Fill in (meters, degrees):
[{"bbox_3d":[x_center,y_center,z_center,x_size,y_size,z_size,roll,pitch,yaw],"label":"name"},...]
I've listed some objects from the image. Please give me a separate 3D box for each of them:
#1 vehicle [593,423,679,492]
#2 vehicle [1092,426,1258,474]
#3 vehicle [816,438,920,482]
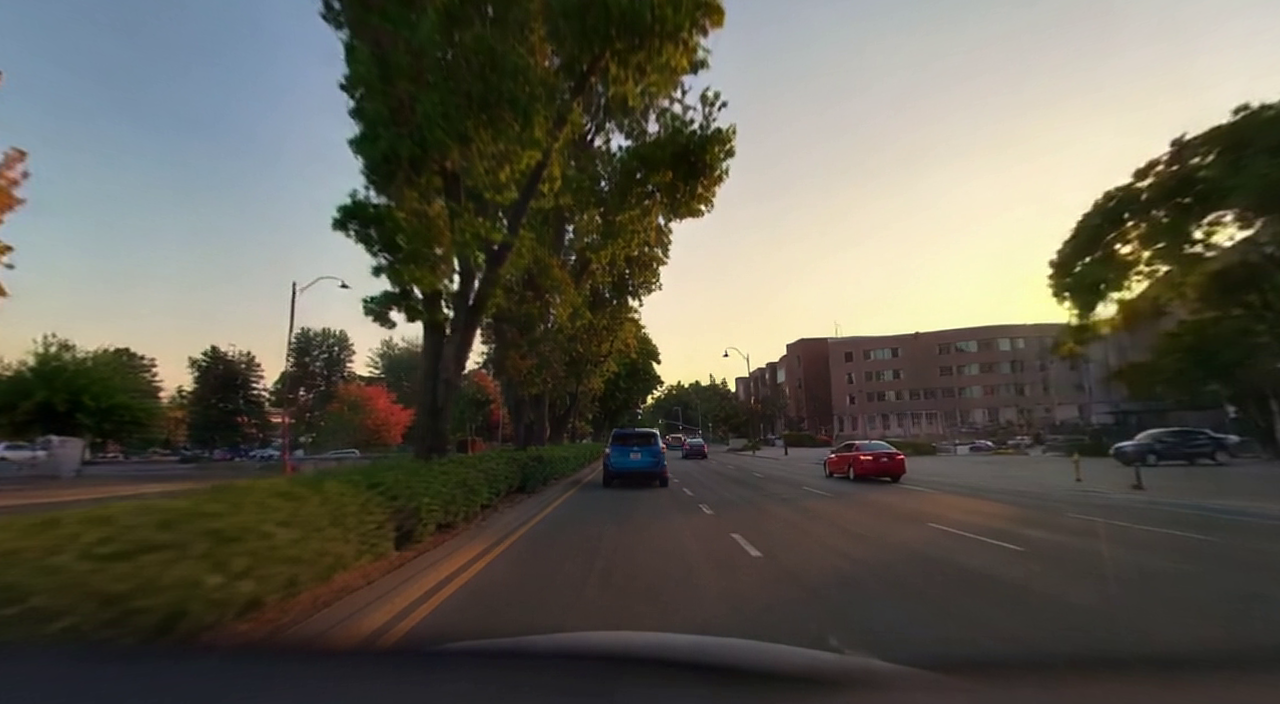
[{"bbox_3d":[-0.132,3.111,18.911,2.277,1.816,4.192,0,-9,-1],"label":"vehicle"},{"bbox_3d":[19.451,3.552,23.102,4.333,1.521,1.824,-2,-7,0],"label":"vehicle"},{"bbox_3d":[8.295,3.967,23.508,2.002,1.456,4.631,0,-9,-2],"label":"vehicle"}]
